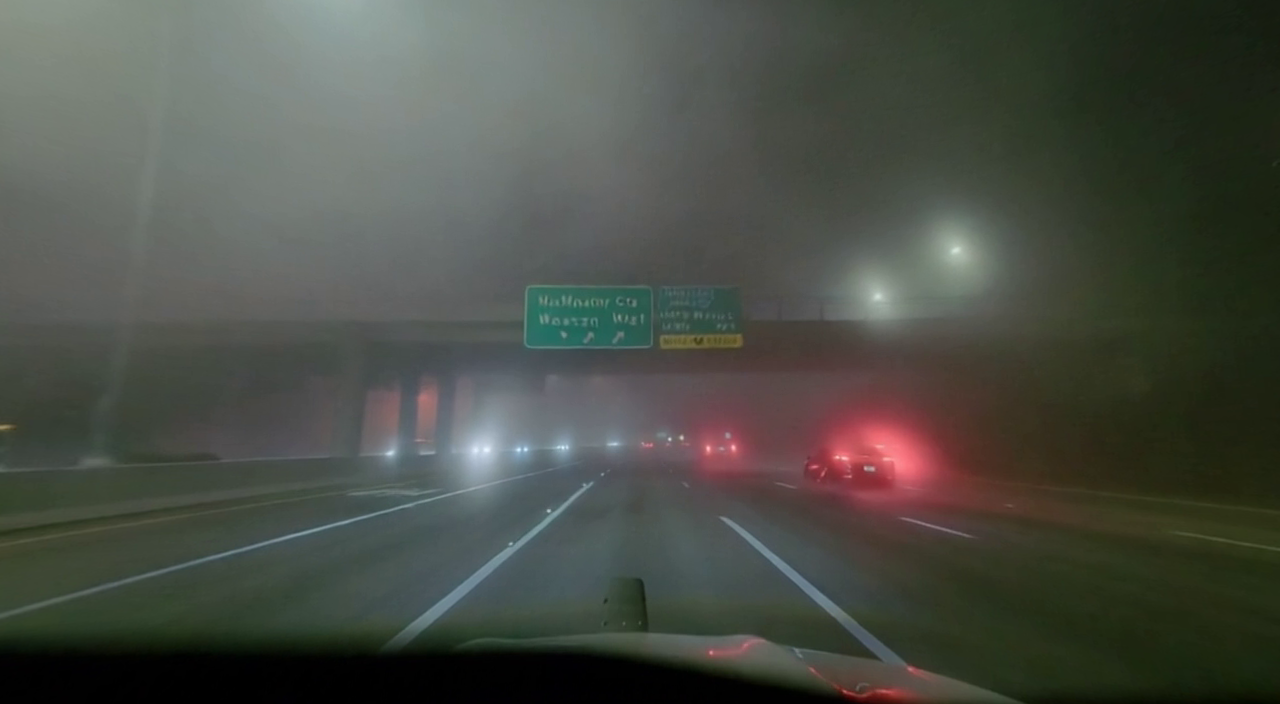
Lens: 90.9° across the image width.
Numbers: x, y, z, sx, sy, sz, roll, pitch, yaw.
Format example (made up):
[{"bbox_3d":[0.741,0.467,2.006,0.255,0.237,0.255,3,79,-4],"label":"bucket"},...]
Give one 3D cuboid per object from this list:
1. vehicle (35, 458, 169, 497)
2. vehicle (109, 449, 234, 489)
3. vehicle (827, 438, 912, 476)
[{"bbox_3d":[-23.711,5.502,28.057,1.946,1.502,4.540,0,-9,0],"label":"vehicle"},{"bbox_3d":[-20.360,5.081,27.726,1.854,1.569,4.695,0,-9,0],"label":"vehicle"},{"bbox_3d":[10.056,4.626,28.104,2.000,1.514,4.585,0,-9,-1],"label":"vehicle"}]
